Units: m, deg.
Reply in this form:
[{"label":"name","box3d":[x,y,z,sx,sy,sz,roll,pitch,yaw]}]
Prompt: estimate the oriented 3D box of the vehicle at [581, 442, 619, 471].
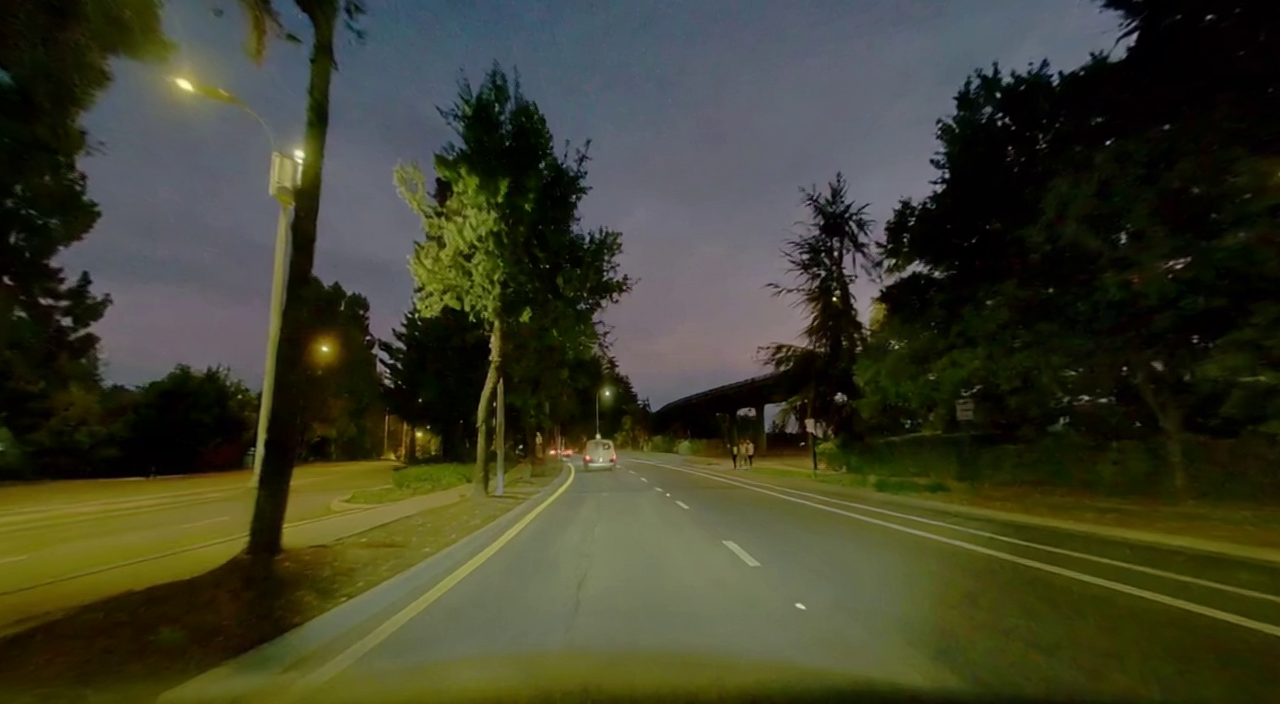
[{"label":"vehicle","box3d":[-2.591,6.638,40.270,2.184,1.713,4.231,1,-9,-6]}]
